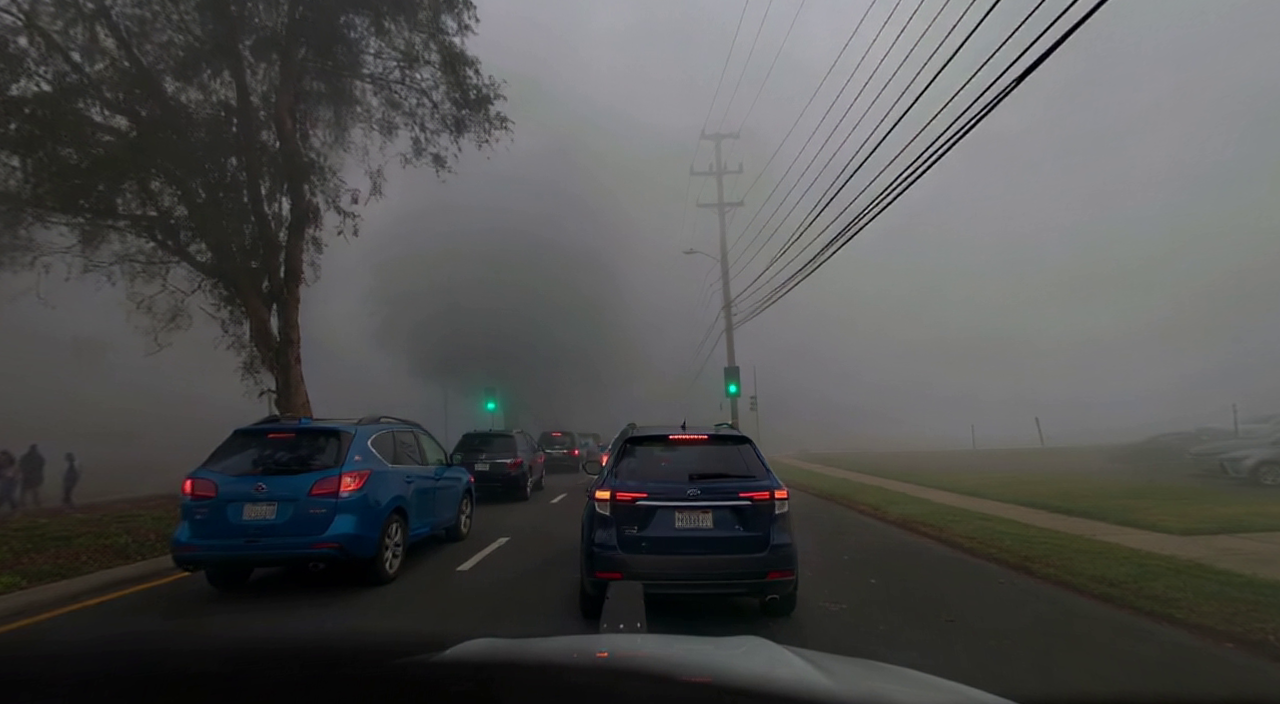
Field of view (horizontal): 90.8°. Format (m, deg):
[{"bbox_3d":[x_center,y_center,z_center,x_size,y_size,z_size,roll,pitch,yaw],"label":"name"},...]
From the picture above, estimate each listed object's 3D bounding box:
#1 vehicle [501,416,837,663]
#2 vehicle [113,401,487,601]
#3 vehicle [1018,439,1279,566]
[{"bbox_3d":[0.111,1.448,5.949,2.056,1.487,4.003,0,-9,-2],"label":"vehicle"},{"bbox_3d":[-3.477,1.615,7.703,2.105,1.706,4.337,0,-9,0],"label":"vehicle"},{"bbox_3d":[8.378,2.157,9.931,1.993,1.508,4.521,0,-9,-1],"label":"vehicle"}]
